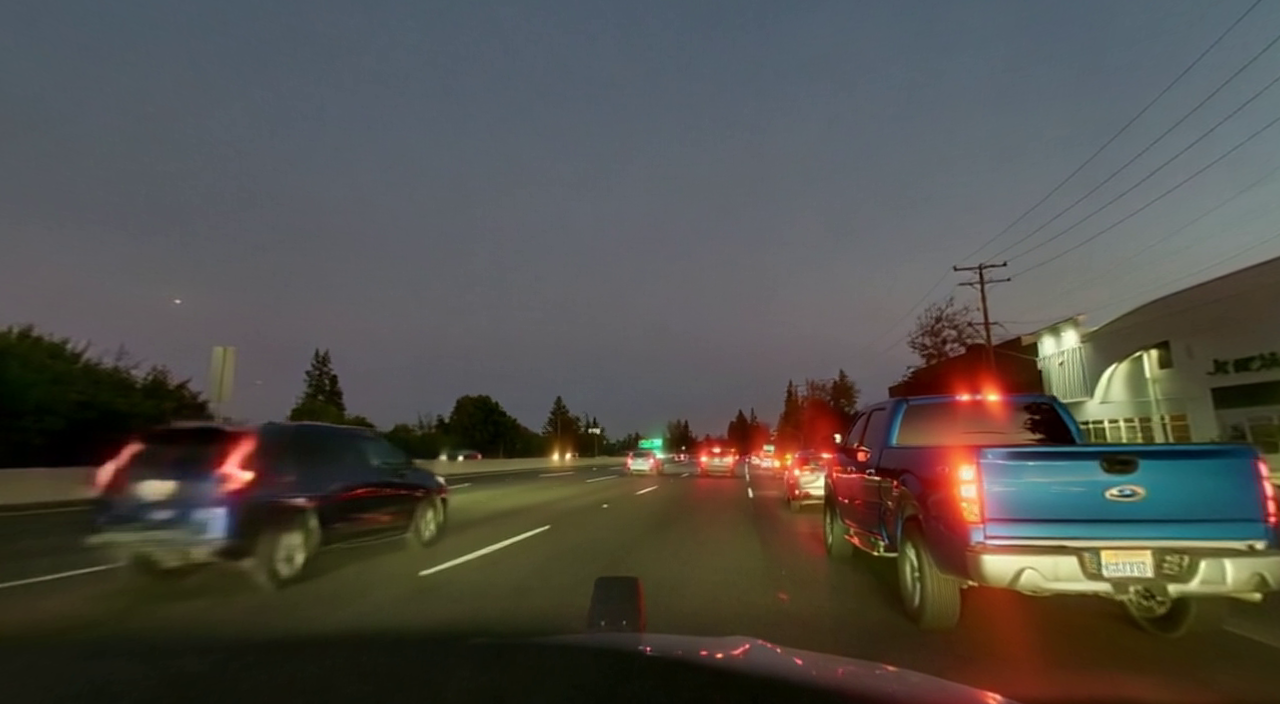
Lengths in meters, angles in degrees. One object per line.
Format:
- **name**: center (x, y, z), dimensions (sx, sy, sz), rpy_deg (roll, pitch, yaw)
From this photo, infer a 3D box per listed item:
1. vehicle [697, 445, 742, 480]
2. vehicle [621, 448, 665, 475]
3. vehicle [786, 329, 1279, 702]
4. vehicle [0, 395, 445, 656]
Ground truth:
- **vehicle**: center (4.229, 5.726, 33.062), dimensions (2.080, 1.682, 4.150), rpy_deg (-1, -9, 10)
- **vehicle**: center (0.278, 6.730, 39.000), dimensions (2.119, 1.478, 4.644), rpy_deg (-1, -9, 8)
- **vehicle**: center (3.399, 1.412, 7.078), dimensions (3.024, 2.092, 6.797), rpy_deg (-1, -9, 10)
- **vehicle**: center (-4.239, 1.506, 6.686), dimensions (2.209, 1.714, 4.576), rpy_deg (-1, -9, 10)
